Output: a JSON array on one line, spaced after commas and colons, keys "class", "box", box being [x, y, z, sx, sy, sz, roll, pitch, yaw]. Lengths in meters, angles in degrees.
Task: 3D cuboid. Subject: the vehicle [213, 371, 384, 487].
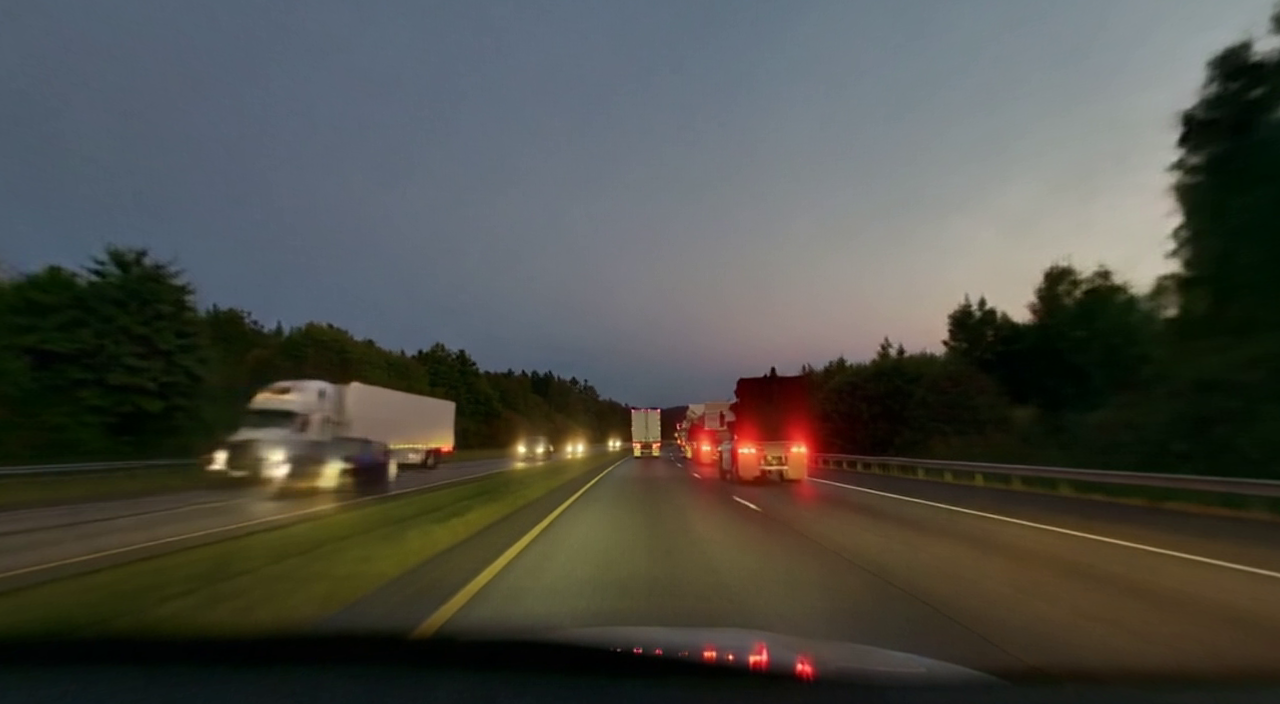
[{"class": "vehicle", "box": [-13.072, 3.091, 24.919, 2.939, 3.930, 6.425, -1, -8, 1]}]

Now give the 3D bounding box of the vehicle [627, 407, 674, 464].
[{"class": "vehicle", "box": [0.585, 5.319, 39.895, 2.644, 3.247, 7.454, 0, -8, 0]}]

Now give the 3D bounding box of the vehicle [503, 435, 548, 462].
[{"class": "vehicle", "box": [-8.207, 6.975, 45.735, 2.294, 1.856, 4.734, -1, -8, 1]}]

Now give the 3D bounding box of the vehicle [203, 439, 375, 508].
[{"class": "vehicle", "box": [-8.708, 3.009, 16.176, 1.900, 1.495, 4.478, 0, -8, -1]}]

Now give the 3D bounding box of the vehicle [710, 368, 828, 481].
[{"class": "vehicle", "box": [4.513, 2.775, 23.498, 2.956, 3.604, 6.277, 0, -8, -1]}]
